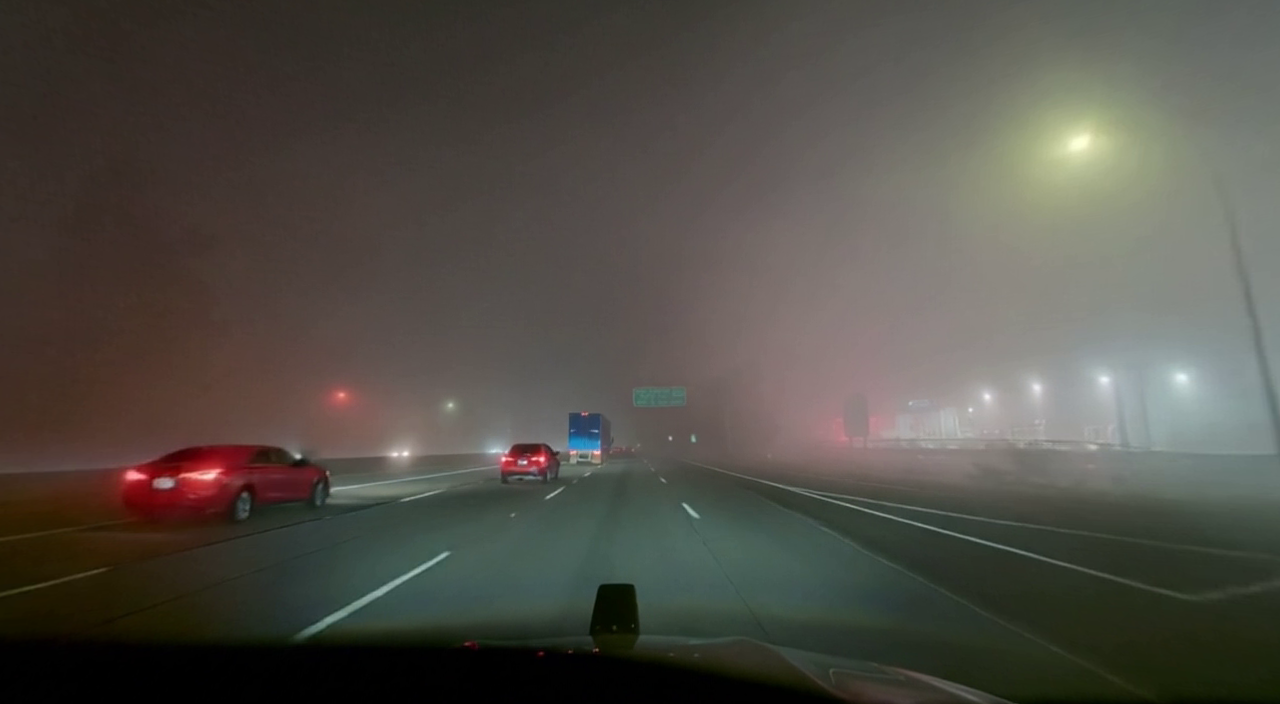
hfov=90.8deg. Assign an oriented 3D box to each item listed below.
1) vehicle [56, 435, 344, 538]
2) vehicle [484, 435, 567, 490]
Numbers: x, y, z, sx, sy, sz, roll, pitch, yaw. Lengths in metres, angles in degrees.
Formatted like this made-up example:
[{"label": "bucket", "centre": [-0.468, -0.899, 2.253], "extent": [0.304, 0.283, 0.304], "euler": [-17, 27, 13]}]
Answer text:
[{"label": "vehicle", "centre": [-7.508, 2.311, 11.534], "extent": [2.026, 1.477, 4.467], "euler": [0, -9, 0]}, {"label": "vehicle", "centre": [-3.753, 3.708, 21.501], "extent": [2.033, 1.669, 4.112], "euler": [0, -9, 0]}]
